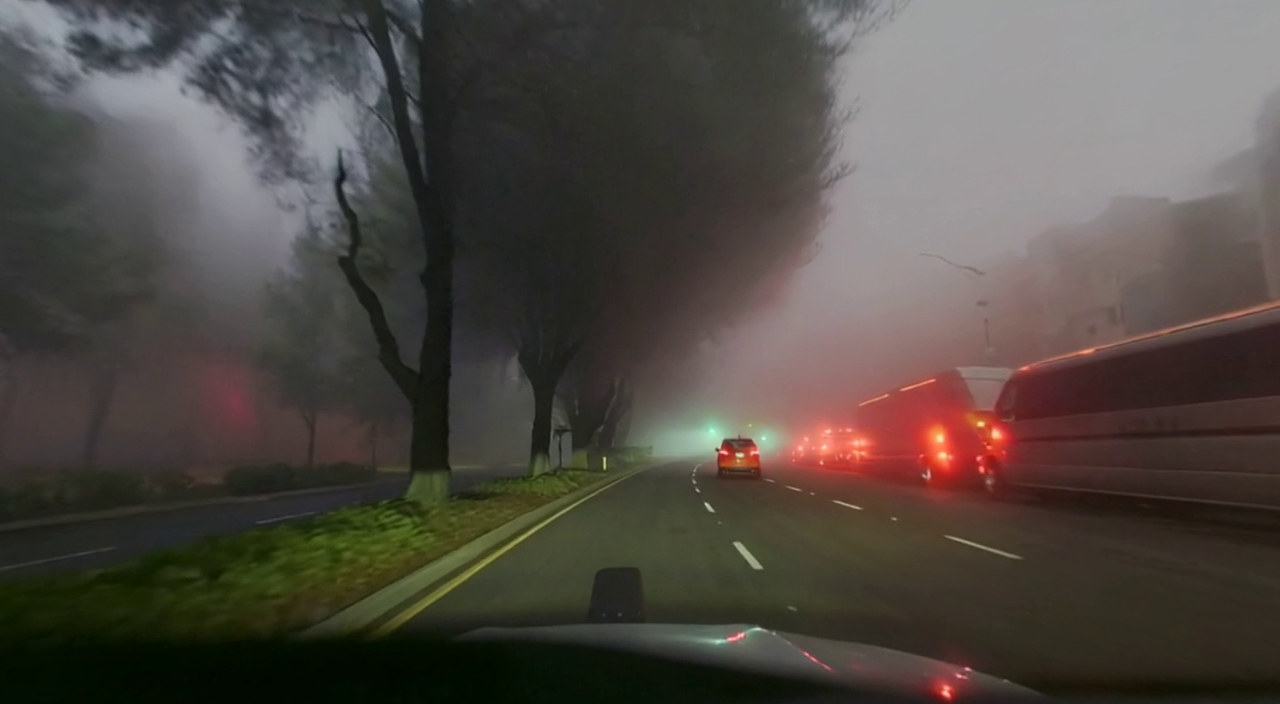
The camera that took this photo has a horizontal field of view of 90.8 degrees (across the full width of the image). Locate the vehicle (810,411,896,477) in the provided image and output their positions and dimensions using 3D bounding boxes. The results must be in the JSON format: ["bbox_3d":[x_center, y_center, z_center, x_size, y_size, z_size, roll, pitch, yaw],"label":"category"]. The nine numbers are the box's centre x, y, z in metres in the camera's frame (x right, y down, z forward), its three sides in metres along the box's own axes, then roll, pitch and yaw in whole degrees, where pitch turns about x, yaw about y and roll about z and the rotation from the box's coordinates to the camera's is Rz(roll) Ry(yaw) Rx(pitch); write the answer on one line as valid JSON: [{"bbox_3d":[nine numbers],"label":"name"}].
[{"bbox_3d":[11.852,5.222,35.919,2.893,3.309,7.300,0,-9,5],"label":"vehicle"}]

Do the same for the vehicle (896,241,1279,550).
[{"bbox_3d":[10.355,1.324,13.446,2.887,4.158,18.418,-1,-9,2],"label":"vehicle"}]

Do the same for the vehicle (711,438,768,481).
[{"bbox_3d":[4.542,4.979,29.572,2.215,1.812,4.569,-1,-9,4],"label":"vehicle"}]
